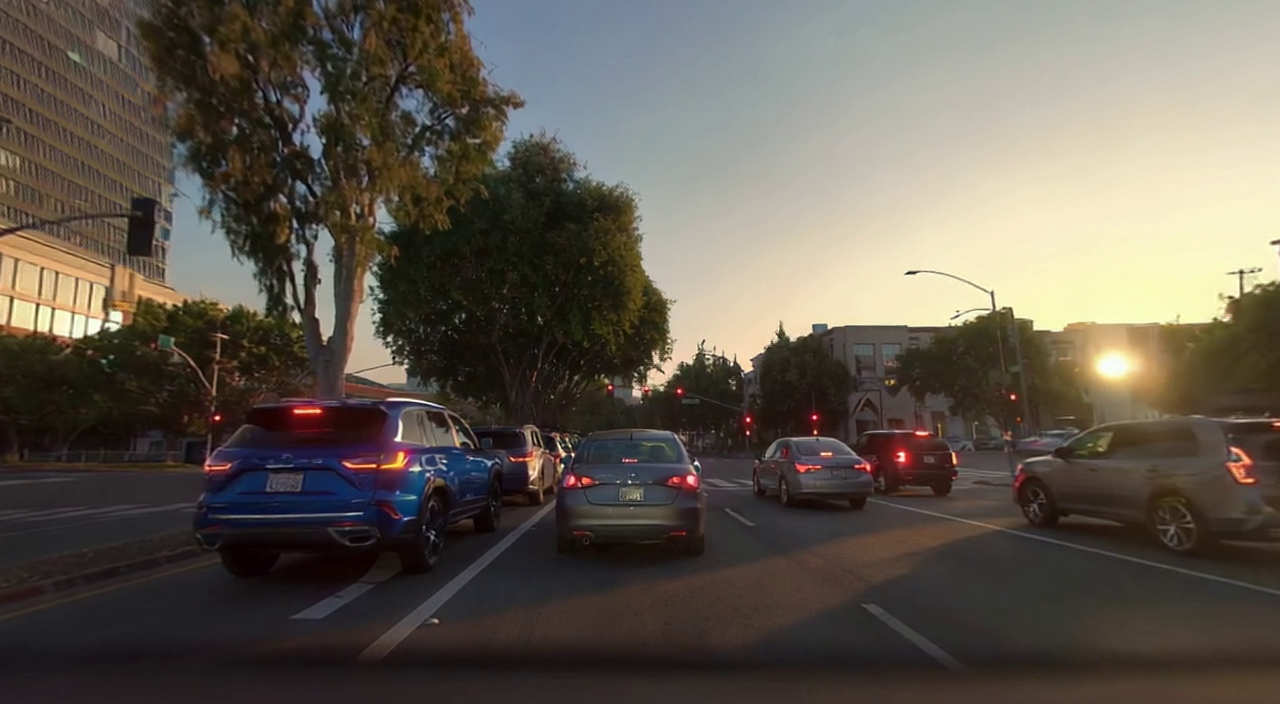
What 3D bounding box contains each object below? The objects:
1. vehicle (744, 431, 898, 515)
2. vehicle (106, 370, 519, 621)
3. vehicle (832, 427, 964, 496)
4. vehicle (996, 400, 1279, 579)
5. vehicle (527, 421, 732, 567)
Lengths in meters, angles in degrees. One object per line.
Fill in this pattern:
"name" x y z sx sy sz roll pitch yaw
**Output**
"vehicle" 3.587 2.476 13.464 1.861 1.473 4.393 0 -8 -1
"vehicle" -2.849 1.392 7.062 2.064 1.825 4.760 0 -8 0
"vehicle" 7.048 3.034 17.776 1.894 1.693 4.110 0 -8 -1
"vehicle" 7.242 1.677 8.505 2.068 1.731 4.752 0 -8 0
"vehicle" -0.145 1.760 8.560 2.097 1.480 4.006 0 -8 -1
